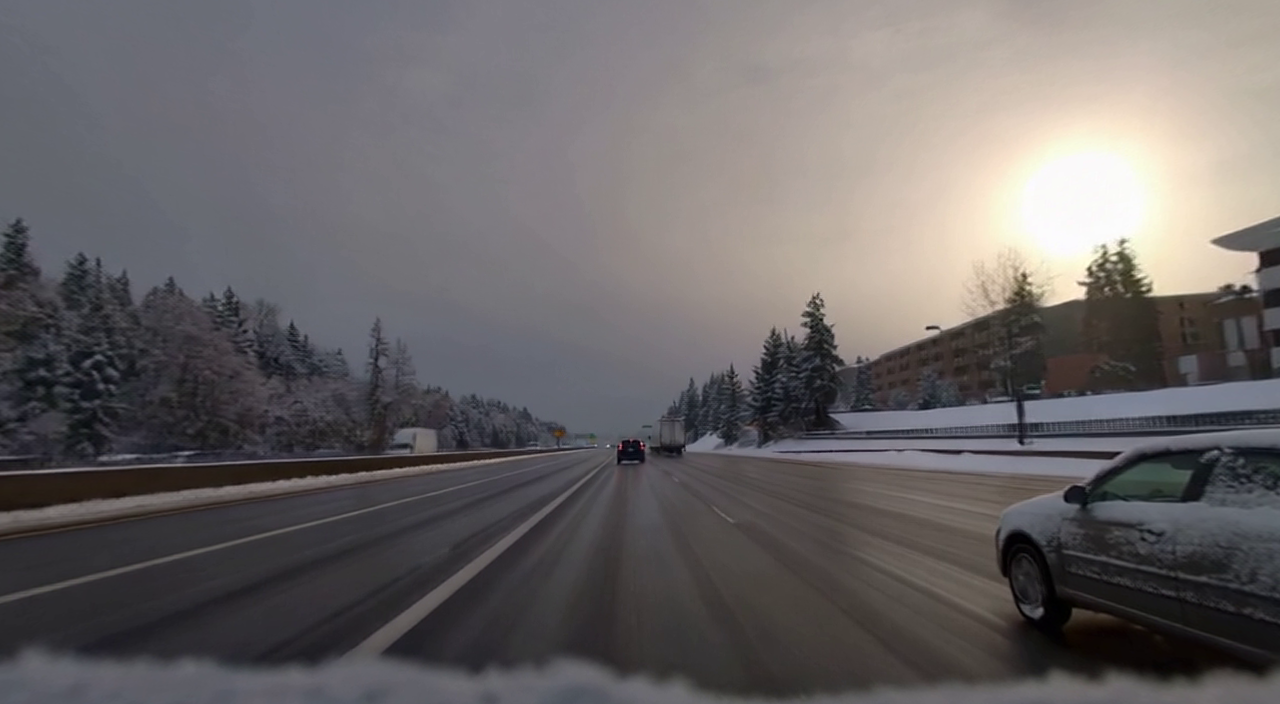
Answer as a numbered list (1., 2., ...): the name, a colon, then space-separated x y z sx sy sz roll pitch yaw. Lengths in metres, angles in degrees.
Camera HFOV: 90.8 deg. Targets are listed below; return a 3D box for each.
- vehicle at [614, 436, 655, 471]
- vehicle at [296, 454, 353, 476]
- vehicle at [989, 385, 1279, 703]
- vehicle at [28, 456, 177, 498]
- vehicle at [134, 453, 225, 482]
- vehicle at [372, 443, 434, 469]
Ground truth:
1. vehicle: -0.356 6.038 37.761 2.297 1.912 4.355 0 -9 -1
2. vehicle: -22.416 8.054 45.082 1.810 1.425 4.316 0 -9 0
3. vehicle: 3.735 0.937 2.676 1.950 1.596 4.326 0 -9 -1
4. vehicle: -22.231 5.164 26.446 2.087 1.499 4.726 0 -9 0
5. vehicle: -26.002 6.523 35.898 1.859 1.483 4.494 0 -9 -1
6. vehicle: -18.341 8.077 49.294 2.356 1.839 6.133 -1 -9 2
